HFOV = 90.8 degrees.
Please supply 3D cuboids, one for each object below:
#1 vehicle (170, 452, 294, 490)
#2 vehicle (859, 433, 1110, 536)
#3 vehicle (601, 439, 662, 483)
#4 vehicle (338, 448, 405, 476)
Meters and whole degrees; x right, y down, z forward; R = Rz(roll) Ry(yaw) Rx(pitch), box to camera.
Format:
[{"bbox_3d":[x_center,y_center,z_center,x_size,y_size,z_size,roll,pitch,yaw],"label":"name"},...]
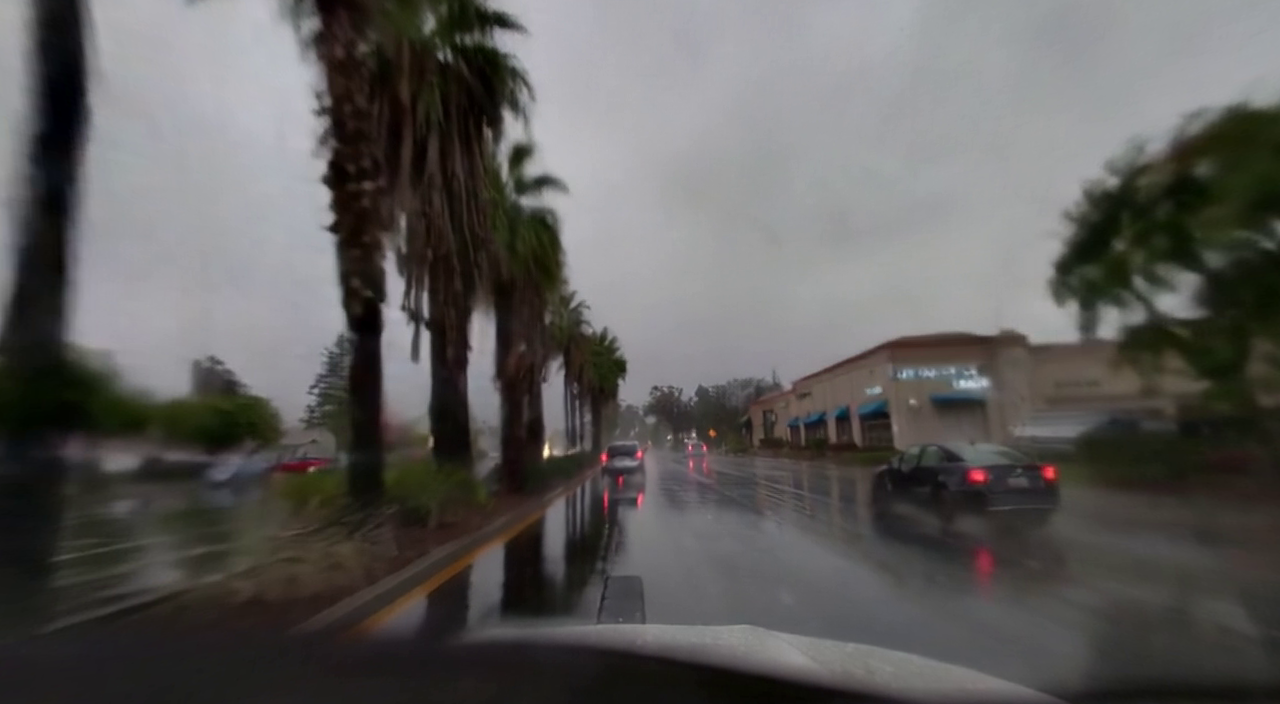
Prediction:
[{"bbox_3d":[-18.399,5.332,28.767,1.968,1.524,4.390,-3,-9,18],"label":"vehicle"},{"bbox_3d":[6.302,2.461,12.407,2.244,1.618,4.585,0,-9,-1],"label":"vehicle"},{"bbox_3d":[-0.315,4.114,24.058,2.106,1.496,3.964,0,-9,-1],"label":"vehicle"},{"bbox_3d":[-15.101,6.181,35.788,2.015,1.509,4.295,0,-9,-2],"label":"vehicle"}]
